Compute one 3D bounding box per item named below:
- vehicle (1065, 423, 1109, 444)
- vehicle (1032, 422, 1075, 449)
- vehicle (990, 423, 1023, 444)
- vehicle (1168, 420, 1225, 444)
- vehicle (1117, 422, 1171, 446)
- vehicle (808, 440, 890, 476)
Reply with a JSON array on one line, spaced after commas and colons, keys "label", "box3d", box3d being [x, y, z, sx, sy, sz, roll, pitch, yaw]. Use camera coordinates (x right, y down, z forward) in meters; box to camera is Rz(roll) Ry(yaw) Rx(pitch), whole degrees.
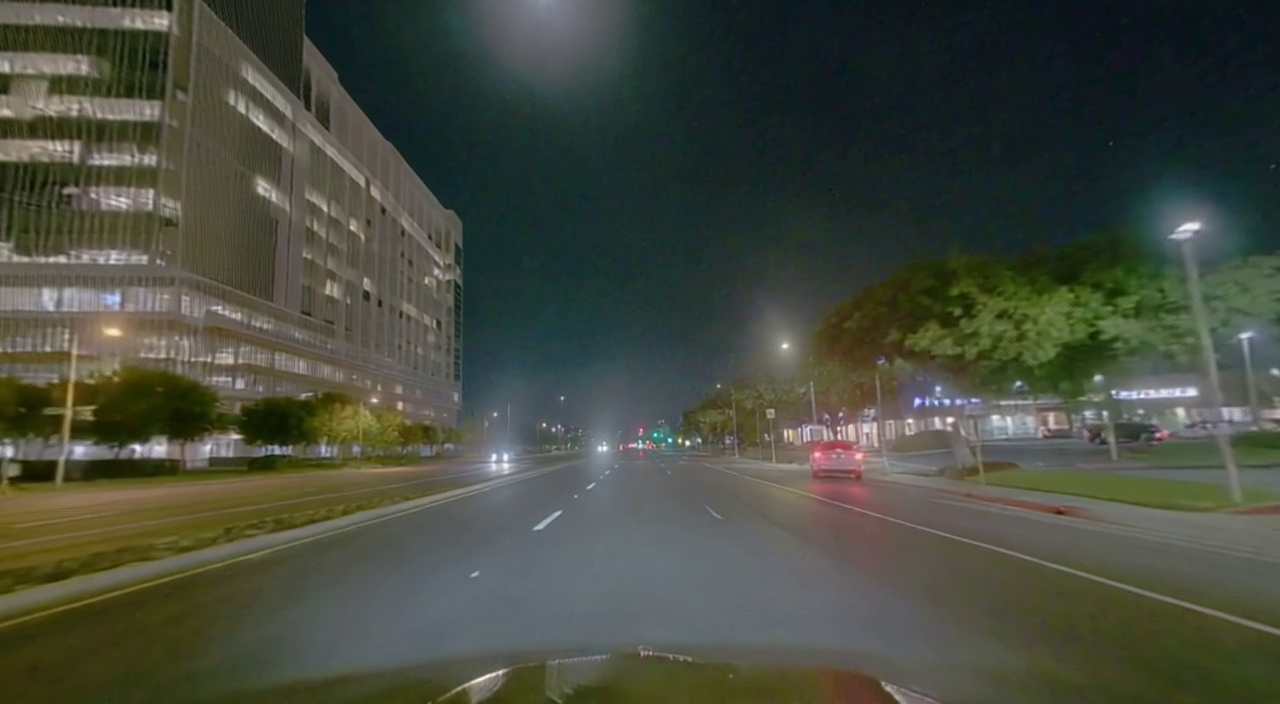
[{"label": "vehicle", "box3d": [33.707, 6.189, 47.442, 1.977, 1.511, 4.134, -4, -9, 26]}, {"label": "vehicle", "box3d": [28.085, 5.723, 42.755, 2.042, 1.690, 4.562, -5, -10, 29]}, {"label": "vehicle", "box3d": [28.482, 6.369, 48.873, 1.797, 1.498, 4.412, -3, -9, 25]}, {"label": "vehicle", "box3d": [36.549, 5.327, 41.309, 1.778, 1.477, 3.942, -4, -9, 27]}, {"label": "vehicle", "box3d": [33.712, 5.529, 42.132, 1.916, 1.491, 4.491, -4, -9, 28]}, {"label": "vehicle", "box3d": [10.922, 5.434, 32.601, 2.129, 1.696, 5.061, -7, -11, 42]}]
